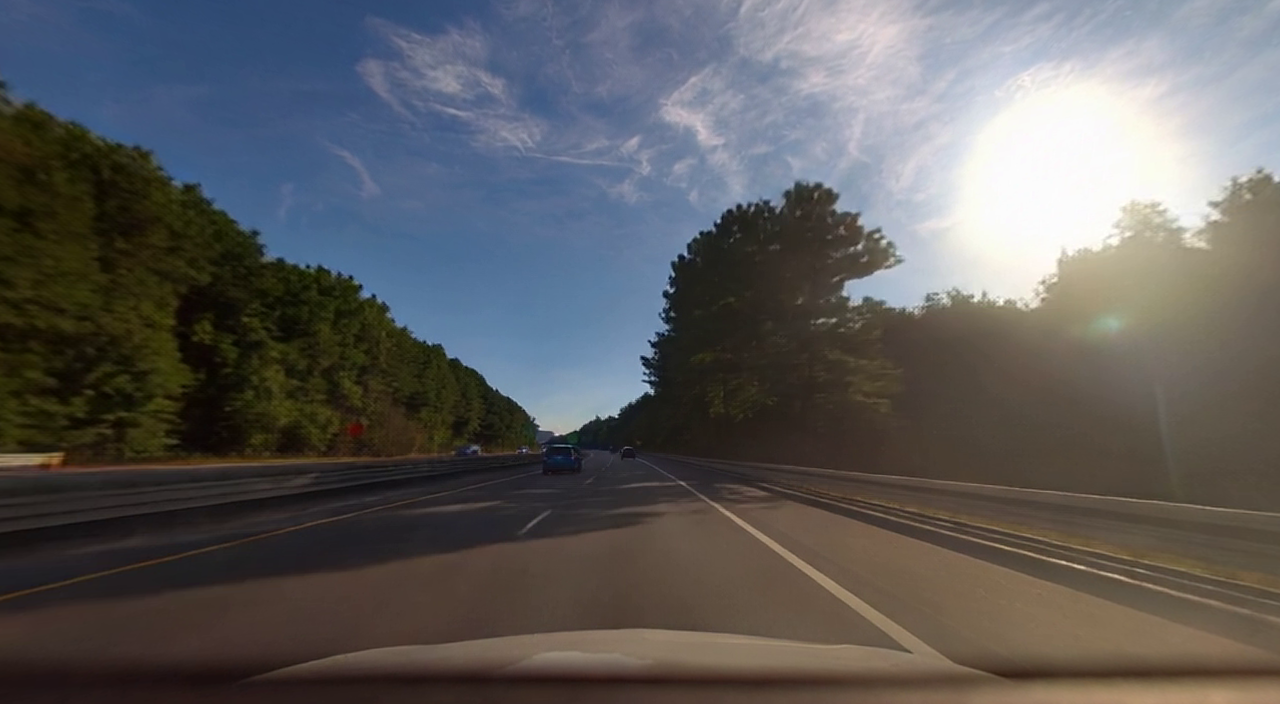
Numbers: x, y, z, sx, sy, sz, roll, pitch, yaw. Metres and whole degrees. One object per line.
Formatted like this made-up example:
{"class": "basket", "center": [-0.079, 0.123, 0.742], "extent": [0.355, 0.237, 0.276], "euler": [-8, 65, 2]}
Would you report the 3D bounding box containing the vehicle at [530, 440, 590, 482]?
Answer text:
{"class": "vehicle", "center": [-3.556, 4.970, 28.902], "extent": [2.135, 1.755, 4.476], "euler": [0, -9, 0]}
